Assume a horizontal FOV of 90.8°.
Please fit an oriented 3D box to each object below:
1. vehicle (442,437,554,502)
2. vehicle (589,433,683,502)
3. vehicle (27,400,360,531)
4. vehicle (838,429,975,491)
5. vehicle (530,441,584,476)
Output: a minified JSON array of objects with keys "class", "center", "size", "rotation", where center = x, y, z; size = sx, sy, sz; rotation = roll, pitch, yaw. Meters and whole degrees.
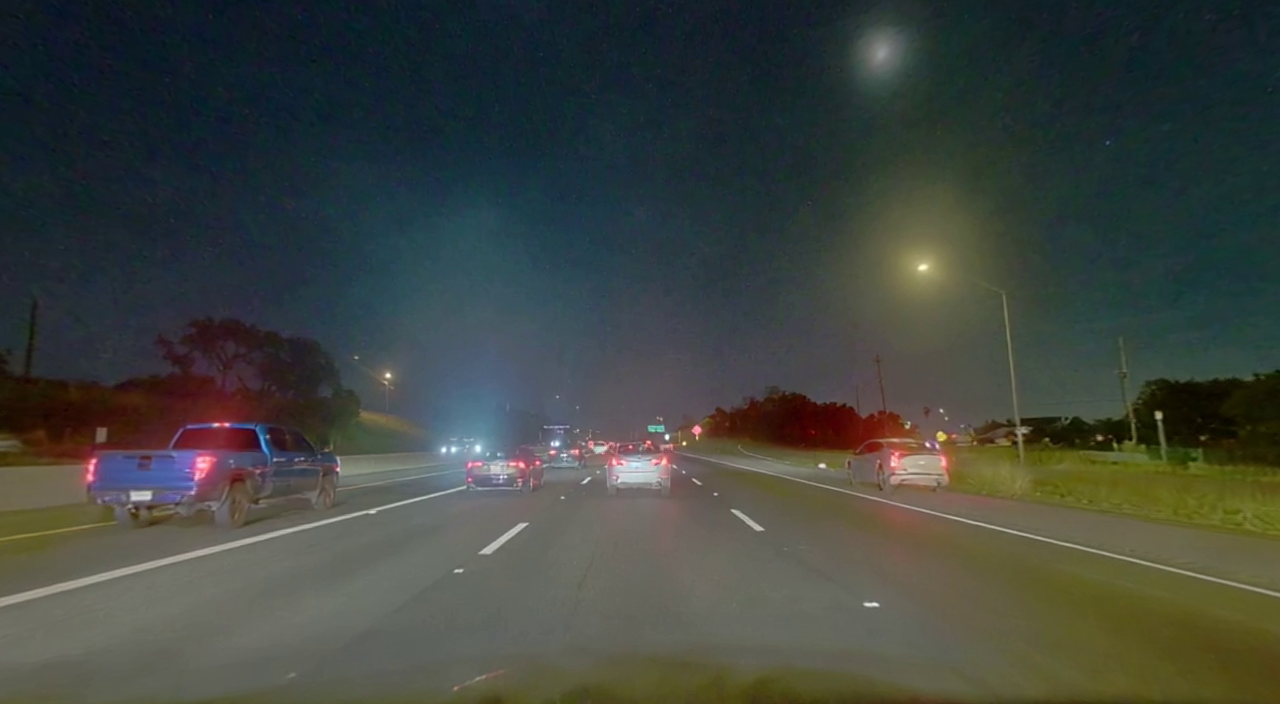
[{"class":"vehicle","center":[-3.491,2.958,16.348],"size":[1.899,1.437,4.131],"rotation":[0,-8,1]},{"class":"vehicle","center":[-0.117,2.909,16.389],"size":[2.102,1.499,4.439],"rotation":[0,-8,-1]},{"class":"vehicle","center":[-7.874,2.086,12.208],"size":[2.194,1.922,5.637],"rotation":[-1,-8,1]},{"class":"vehicle","center":[8.107,3.326,19.811],"size":[2.205,1.701,4.601],"rotation":[0,-8,-1]},{"class":"vehicle","center":[-3.664,4.761,28.587],"size":[1.904,1.448,4.060],"rotation":[0,-8,0]}]
